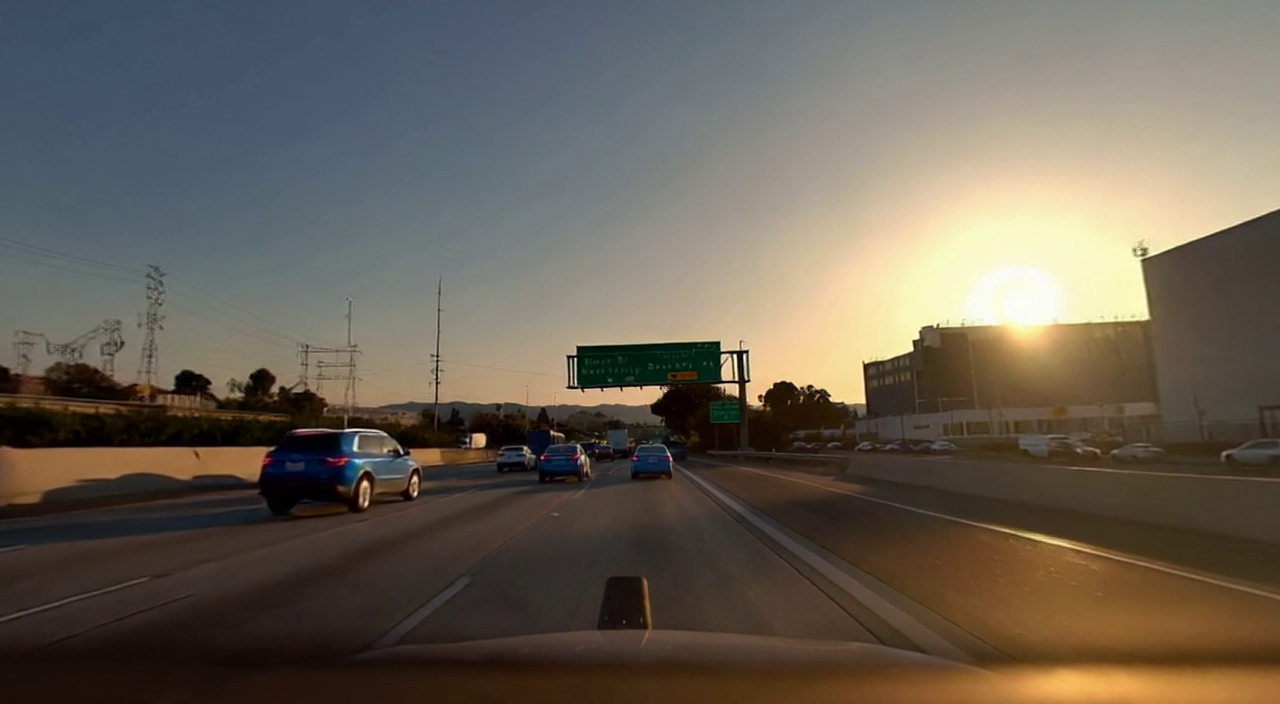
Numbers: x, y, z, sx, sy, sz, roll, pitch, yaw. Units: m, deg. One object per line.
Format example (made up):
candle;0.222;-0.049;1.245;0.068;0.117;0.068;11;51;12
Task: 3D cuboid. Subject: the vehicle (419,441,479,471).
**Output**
vehicle;-10.056;5.498;33.496;1.861;1.495;4.007;0;-8;1

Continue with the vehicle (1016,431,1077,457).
vehicle;30.941;7.044;48.159;1.939;1.888;3.984;0;-9;-1

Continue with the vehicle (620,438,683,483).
vehicle;0.382;3.894;22.984;2.090;1.474;3.970;0;-8;1

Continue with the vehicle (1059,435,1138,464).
vehicle;30.938;6.568;42.722;1.858;1.741;4.683;-2;-7;1

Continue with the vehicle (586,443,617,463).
vehicle;-2.926;7.827;49.142;2.048;1.497;4.466;0;-8;1

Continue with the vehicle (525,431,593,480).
vehicle;-3.064;4.027;24.780;2.007;1.730;4.412;0;-8;1

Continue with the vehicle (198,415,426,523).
vehicle;-6.383;2.340;13.159;2.125;1.804;4.864;0;-8;0
